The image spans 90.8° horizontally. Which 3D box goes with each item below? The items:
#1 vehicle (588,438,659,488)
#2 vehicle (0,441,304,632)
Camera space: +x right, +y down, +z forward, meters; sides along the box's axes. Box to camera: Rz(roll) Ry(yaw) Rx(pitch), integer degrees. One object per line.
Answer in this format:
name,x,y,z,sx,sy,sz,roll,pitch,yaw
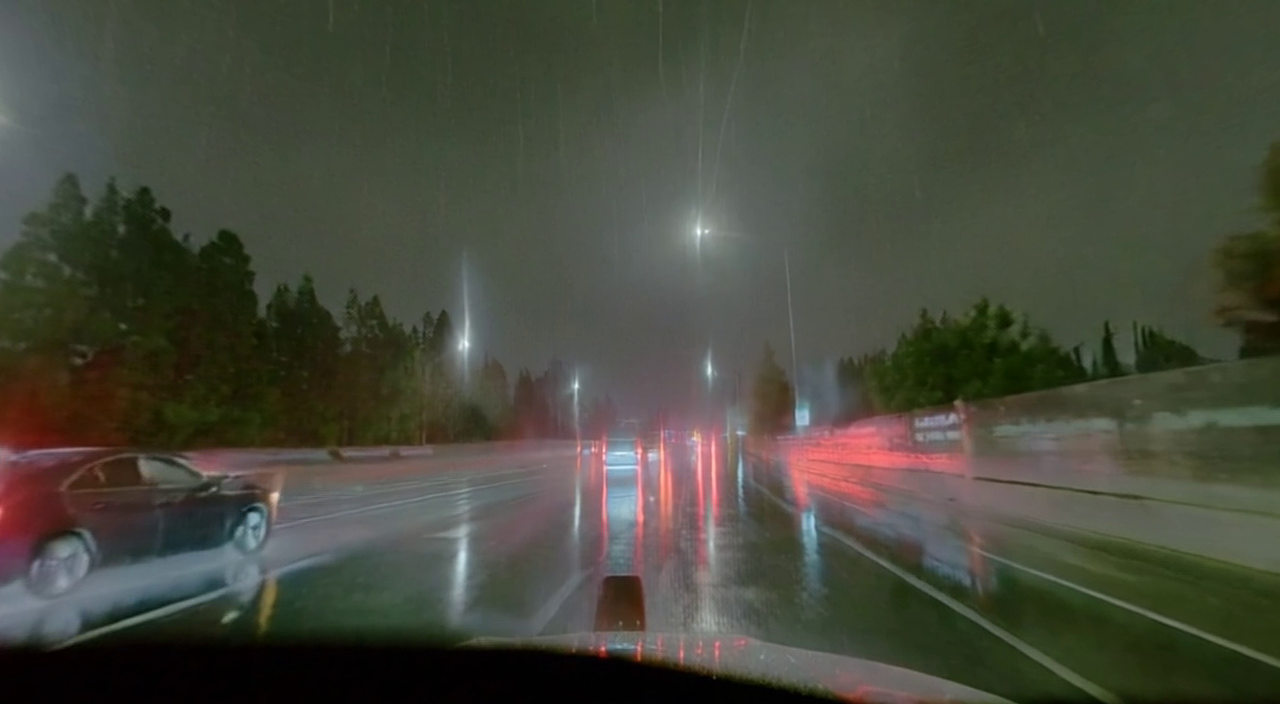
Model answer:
vehicle,-0.475,4.011,23.202,2.082,1.638,4.644,-1,-8,5
vehicle,-5.841,1.650,6.423,1.981,1.460,4.792,0,-8,4
